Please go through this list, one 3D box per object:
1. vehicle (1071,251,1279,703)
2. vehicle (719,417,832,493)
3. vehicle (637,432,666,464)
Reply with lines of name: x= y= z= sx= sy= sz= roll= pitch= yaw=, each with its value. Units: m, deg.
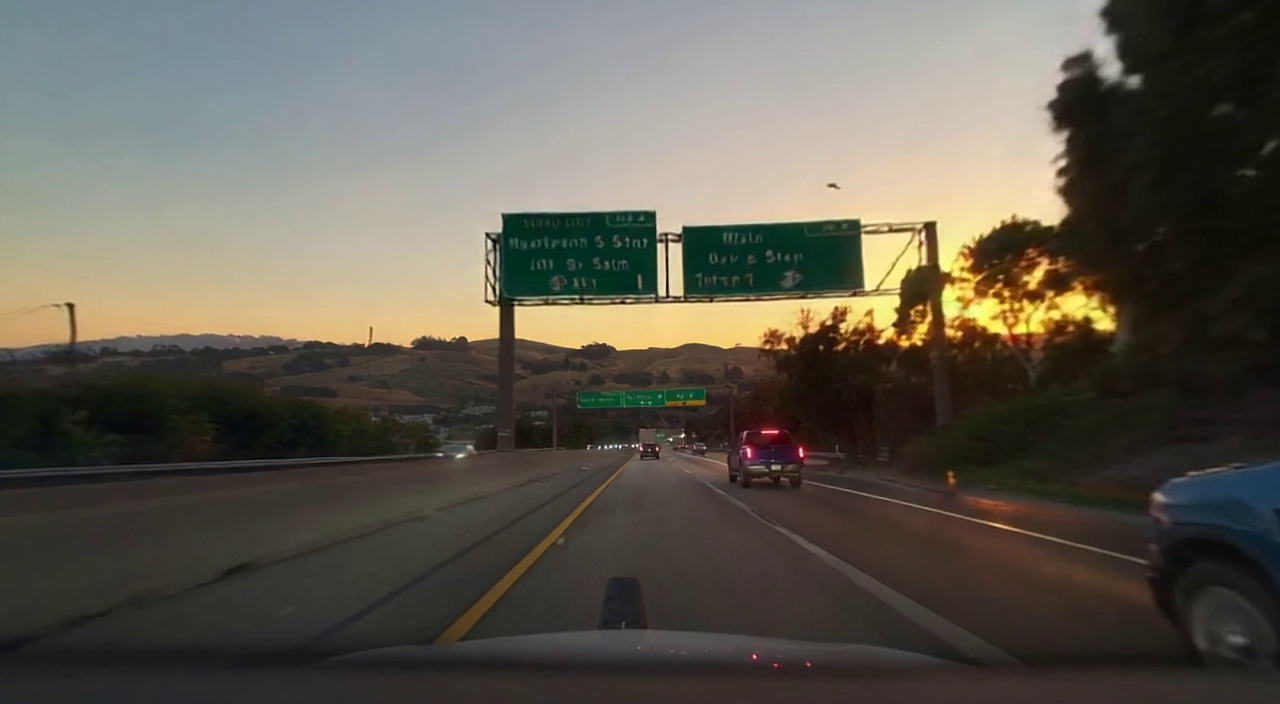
vehicle: x=3.535 y=0.424 z=0.971 sx=2.145 sy=2.069 sz=5.057 roll=-1 pitch=-9 yaw=1
vehicle: x=4.276 y=3.416 z=21.155 sx=2.594 sy=2.155 sz=5.670 roll=-1 pitch=-9 yaw=1
vehicle: x=0.890 y=7.404 z=48.665 sx=2.099 sy=2.260 sz=4.899 roll=-1 pitch=-9 yaw=0
